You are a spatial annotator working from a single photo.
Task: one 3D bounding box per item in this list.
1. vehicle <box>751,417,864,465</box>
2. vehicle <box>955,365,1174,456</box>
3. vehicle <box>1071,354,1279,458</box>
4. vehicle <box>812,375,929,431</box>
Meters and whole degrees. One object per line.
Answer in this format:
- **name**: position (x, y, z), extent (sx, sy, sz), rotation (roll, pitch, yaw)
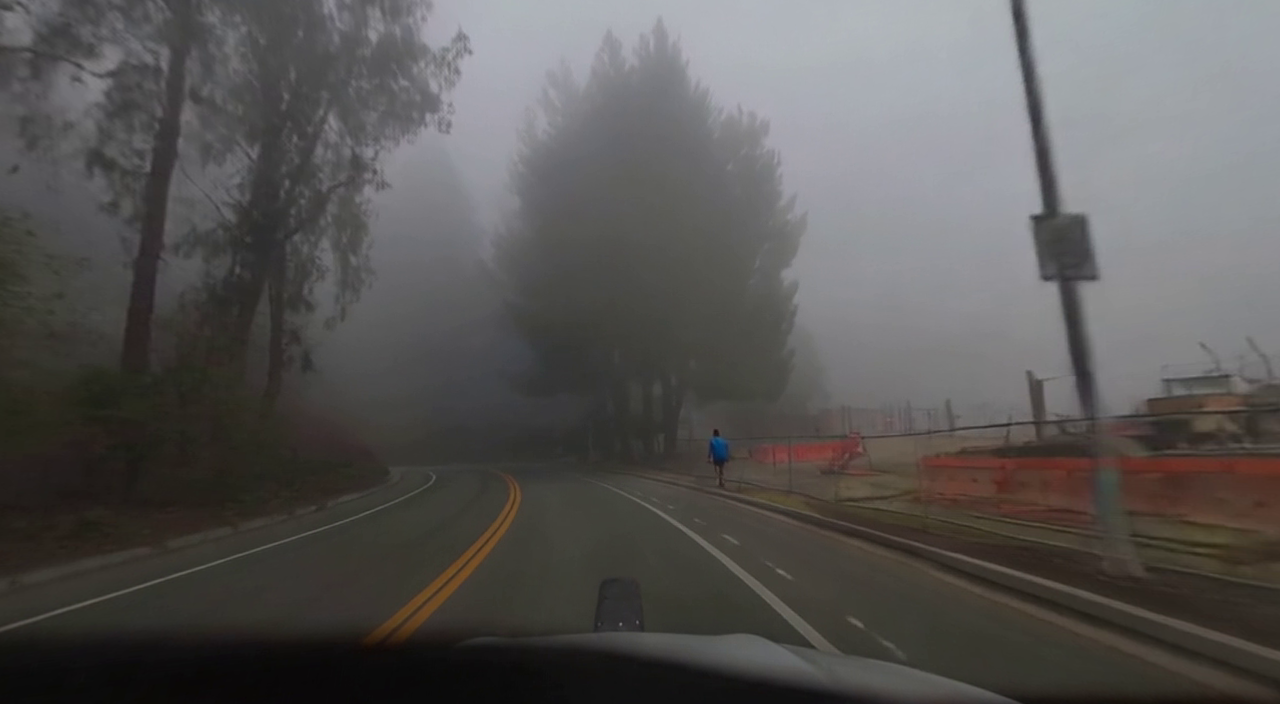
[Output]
- **vehicle**: position (8.317, 4.405, 31.364), extent (5.021, 1.930, 2.119), rotation (-1, -9, -25)
- **vehicle**: position (9.135, 1.345, 13.785), extent (3.674, 1.559, 1.775), rotation (5, -10, -7)
- **vehicle**: position (9.760, 0.997, 10.907), extent (3.451, 1.504, 1.652), rotation (3, -10, -4)
- **vehicle**: position (9.542, 2.149, 26.155), extent (4.180, 1.880, 2.028), rotation (7, -8, -20)
